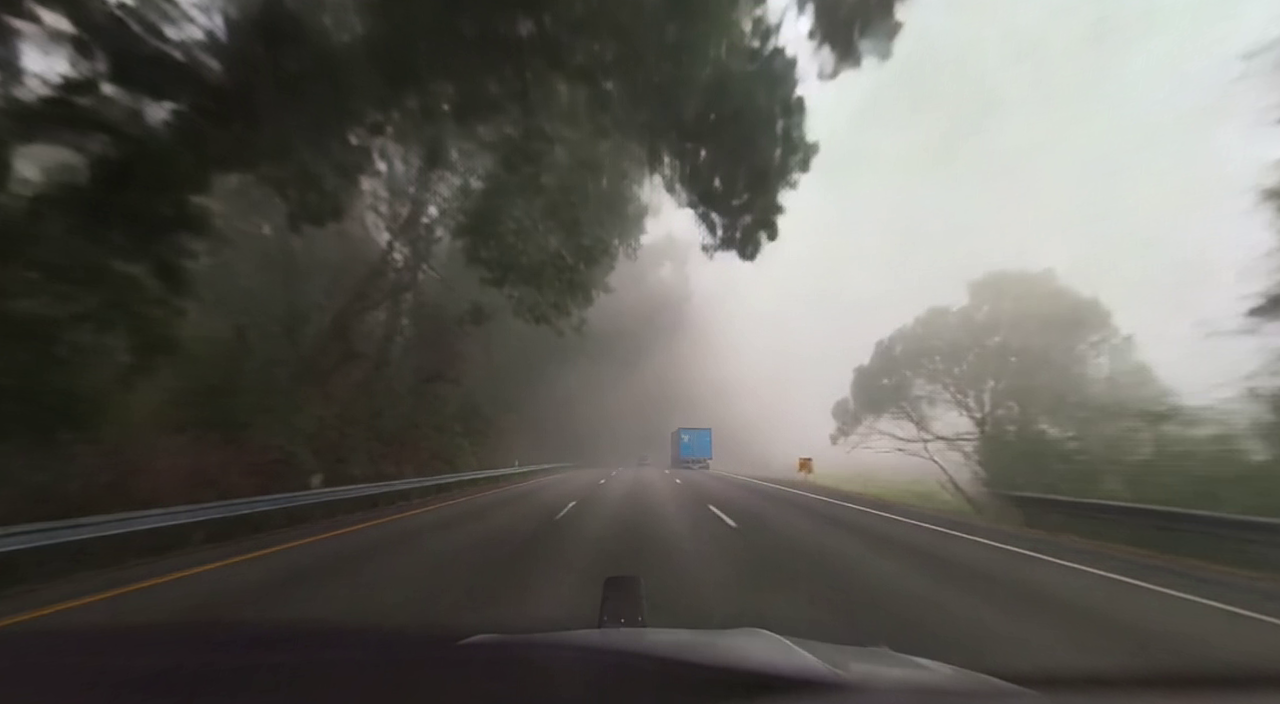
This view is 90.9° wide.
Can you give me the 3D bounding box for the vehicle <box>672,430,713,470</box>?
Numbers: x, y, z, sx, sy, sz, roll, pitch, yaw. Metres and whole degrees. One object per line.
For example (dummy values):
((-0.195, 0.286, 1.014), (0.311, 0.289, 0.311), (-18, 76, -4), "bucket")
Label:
((3.858, 7.426, 47.519), (2.572, 2.795, 5.978), (0, -9, -1), "vehicle")
